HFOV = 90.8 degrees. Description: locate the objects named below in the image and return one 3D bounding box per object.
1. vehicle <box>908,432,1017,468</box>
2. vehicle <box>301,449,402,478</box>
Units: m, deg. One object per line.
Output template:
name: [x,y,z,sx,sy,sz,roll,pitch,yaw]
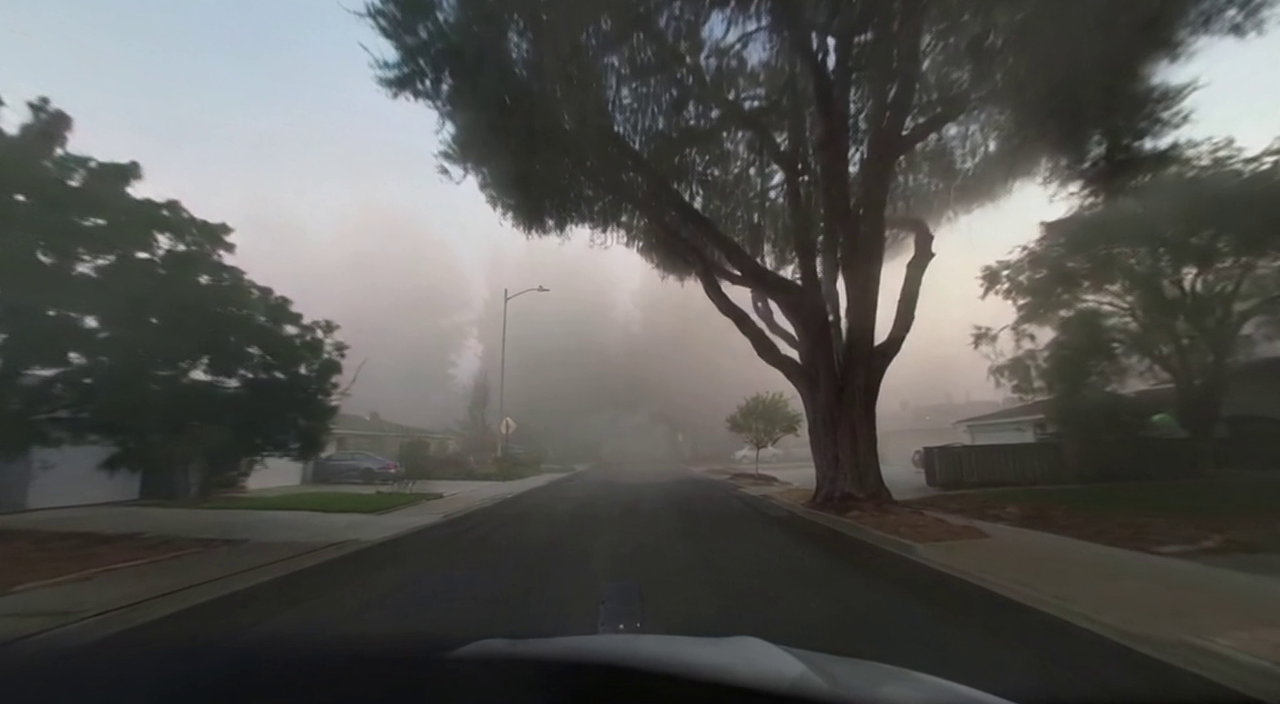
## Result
vehicle: [16.475,5.001,32.418,4.495,1.724,1.943,0,-9,-4]
vehicle: [-14.341,5.548,31.595,4.138,1.355,1.808,0,-9,0]
